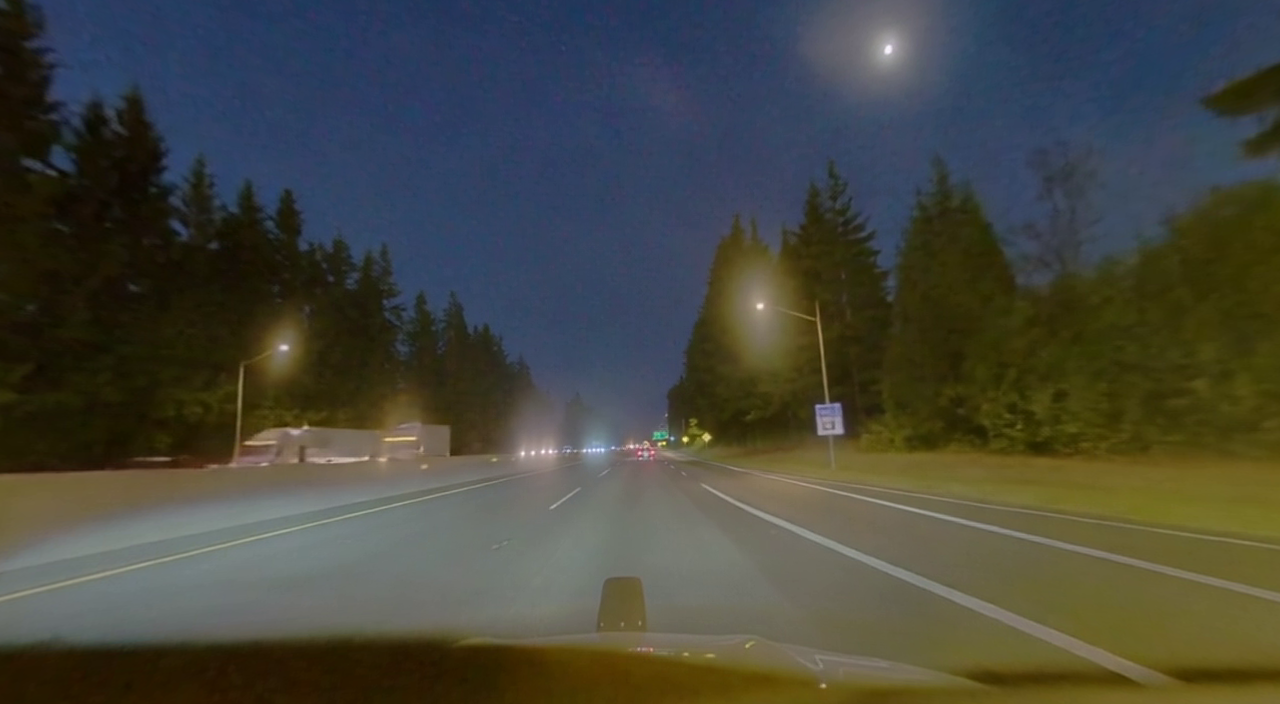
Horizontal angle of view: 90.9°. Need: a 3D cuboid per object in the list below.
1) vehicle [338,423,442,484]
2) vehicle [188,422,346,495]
[{"bbox_3d":[-12.166,5.023,31.330,2.488,2.689,5.896,-1,-9,3],"label":"vehicle"},{"bbox_3d":[-16.710,4.842,29.021,2.881,2.910,7.027,0,-9,0],"label":"vehicle"}]
